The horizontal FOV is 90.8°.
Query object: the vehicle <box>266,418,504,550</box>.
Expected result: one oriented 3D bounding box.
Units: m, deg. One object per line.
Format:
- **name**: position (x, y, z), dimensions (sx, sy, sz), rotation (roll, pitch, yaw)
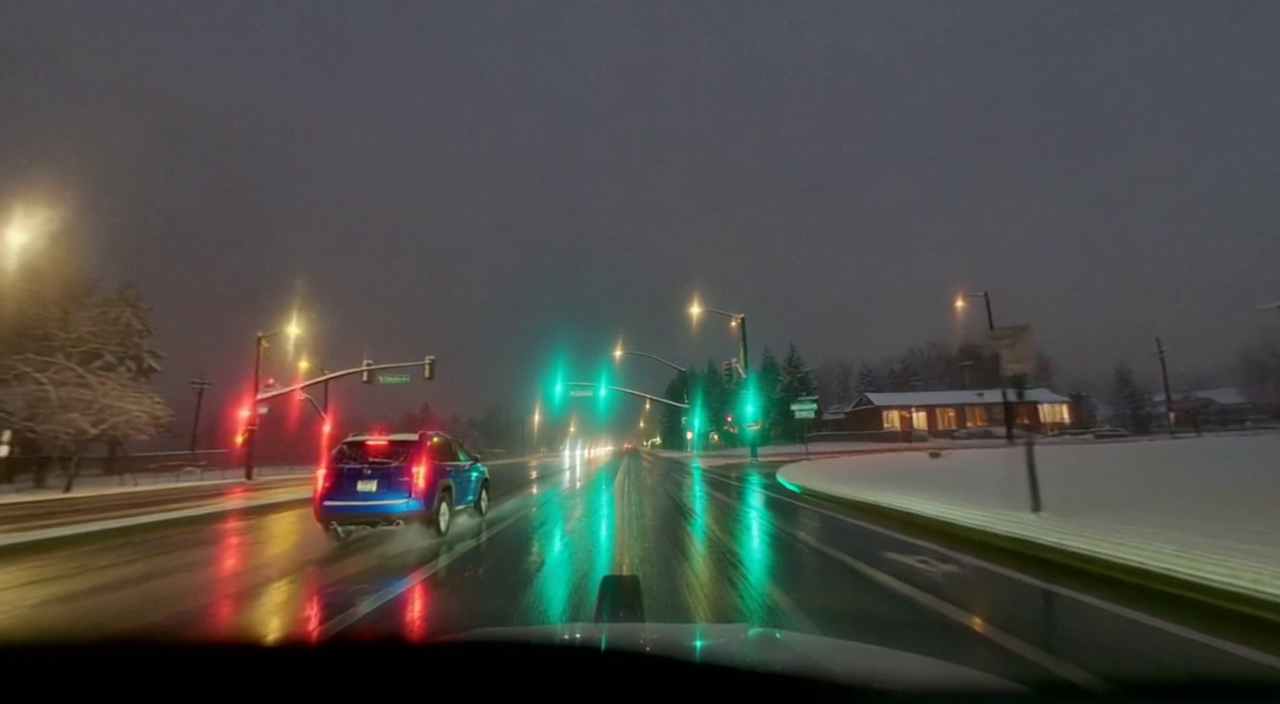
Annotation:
- **vehicle**: position (-3.844, 2.081, 10.595), dimensions (2.121, 1.724, 4.392), rotation (0, -9, 0)
